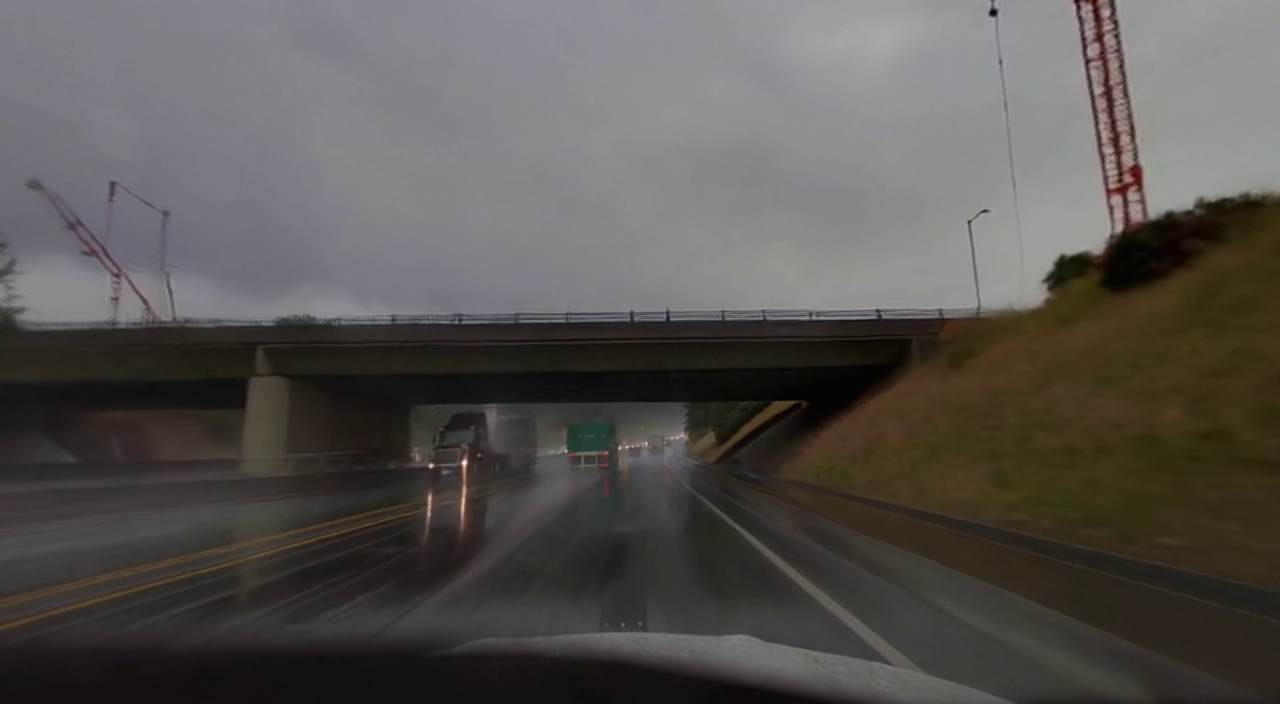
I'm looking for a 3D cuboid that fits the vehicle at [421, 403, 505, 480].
[{"bbox_3d":[-9.802,5.098,35.663,2.918,3.990,5.826,0,-9,1],"label":"vehicle"}]

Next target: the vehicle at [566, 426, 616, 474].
[{"bbox_3d":[-2.965,6.239,40.168,2.565,2.771,6.641,0,-9,1],"label":"vehicle"}]
